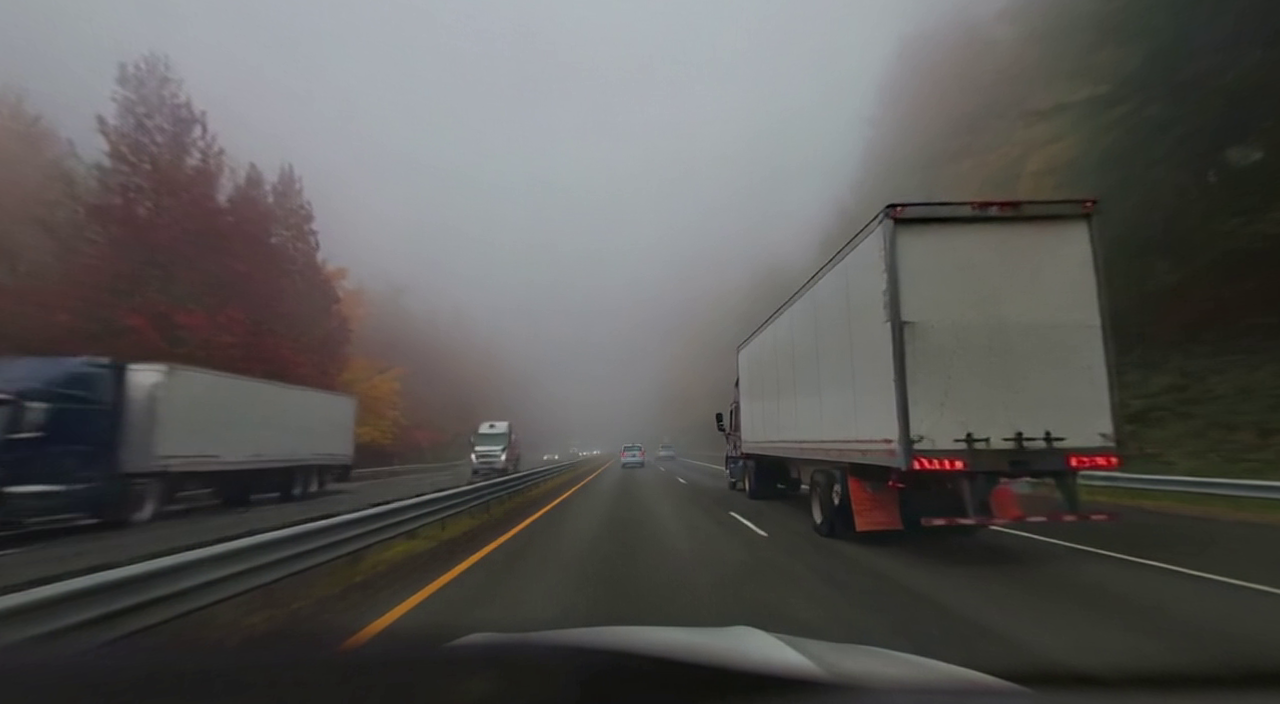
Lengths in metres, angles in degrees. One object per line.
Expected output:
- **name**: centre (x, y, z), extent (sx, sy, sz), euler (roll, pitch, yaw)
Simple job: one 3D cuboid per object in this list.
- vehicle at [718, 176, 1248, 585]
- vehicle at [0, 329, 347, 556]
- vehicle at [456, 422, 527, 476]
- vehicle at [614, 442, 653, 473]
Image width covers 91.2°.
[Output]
- **vehicle**: centre (4.131, 1.214, 13.018), extent (3.068, 4.042, 13.787), euler (0, -9, -1)
- **vehicle**: centre (-13.293, 2.684, 18.248), extent (2.954, 4.145, 13.980), euler (0, -9, -1)
- **vehicle**: centre (-9.383, 6.276, 40.468), extent (2.775, 3.102, 7.295), euler (-1, -9, 0)
- **vehicle**: centre (-0.413, 6.170, 36.901), extent (2.151, 1.693, 4.201), euler (0, -9, -1)
